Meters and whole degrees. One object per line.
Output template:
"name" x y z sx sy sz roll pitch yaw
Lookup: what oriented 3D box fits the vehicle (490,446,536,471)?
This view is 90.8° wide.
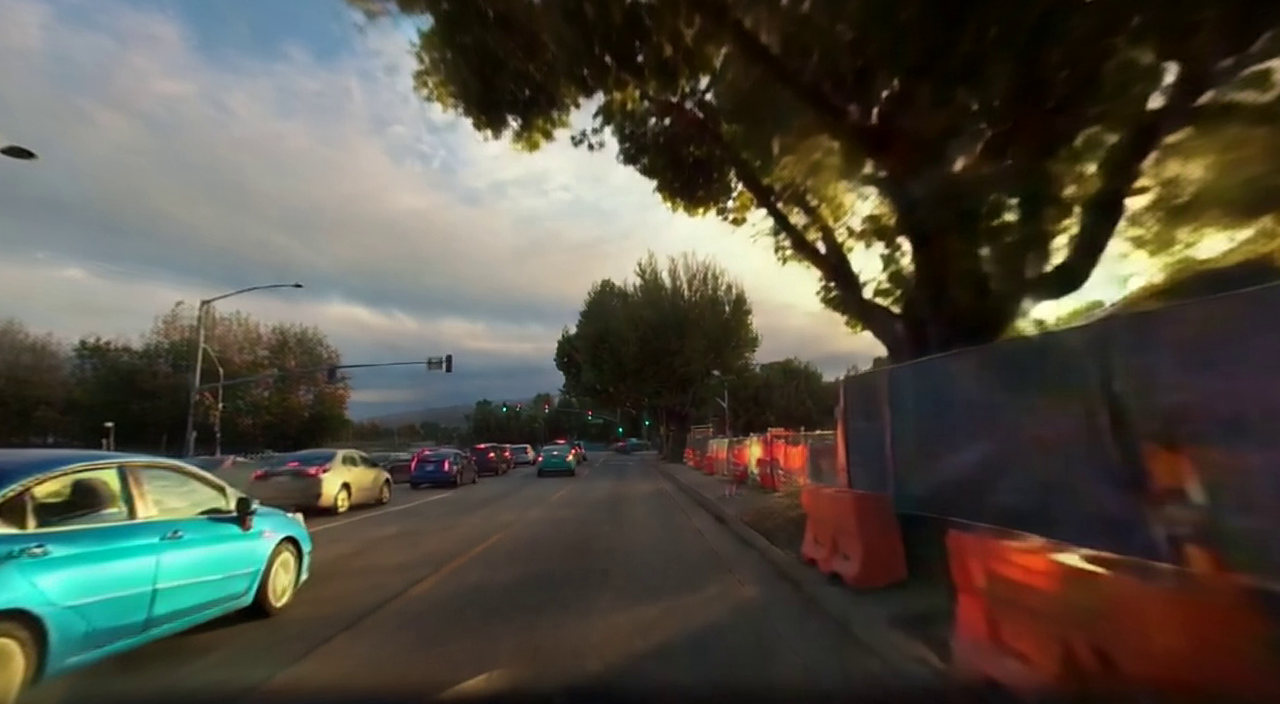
"vehicle" -8.100 6.803 40.651 1.933 1.458 4.544 0 -9 1

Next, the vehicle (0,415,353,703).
"vehicle" -3.924 1.252 4.010 2.026 1.497 4.577 -2 -9 1

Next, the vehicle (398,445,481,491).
"vehicle" -7.548 4.384 24.256 1.900 1.507 4.285 -2 -9 -1

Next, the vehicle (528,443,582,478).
"vehicle" -3.886 5.020 29.412 2.042 1.441 4.172 -1 -9 -1
